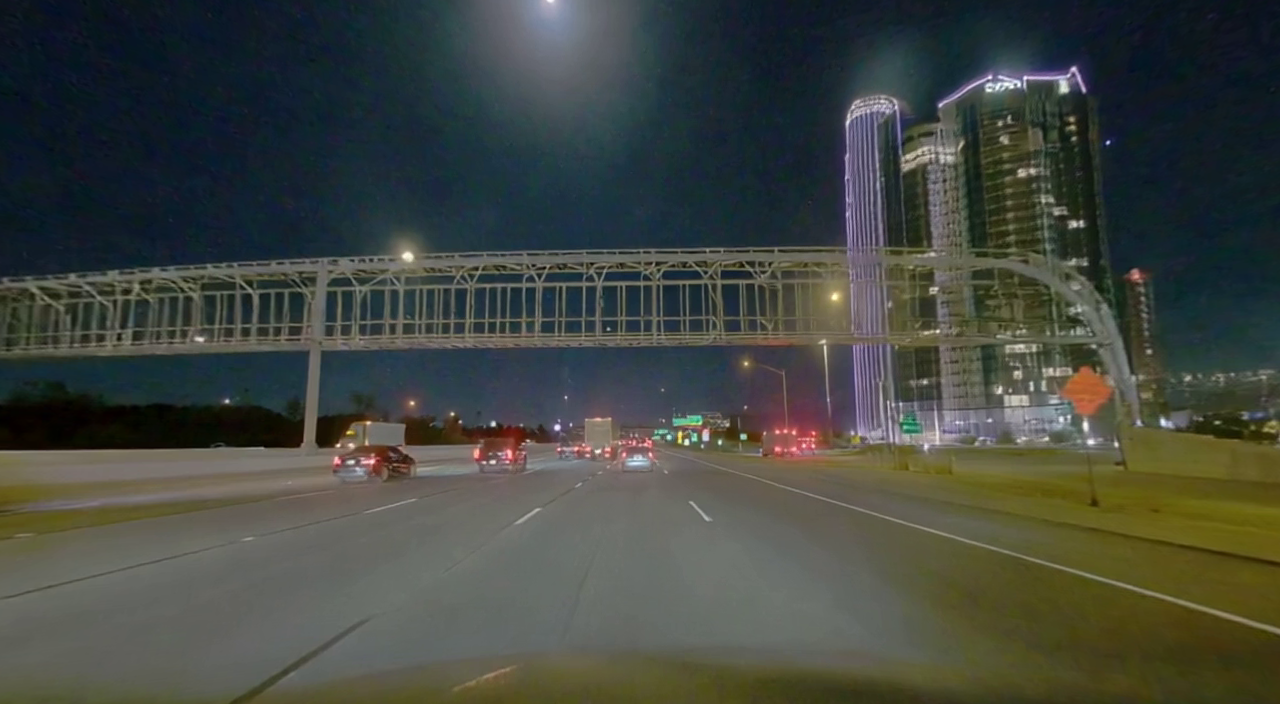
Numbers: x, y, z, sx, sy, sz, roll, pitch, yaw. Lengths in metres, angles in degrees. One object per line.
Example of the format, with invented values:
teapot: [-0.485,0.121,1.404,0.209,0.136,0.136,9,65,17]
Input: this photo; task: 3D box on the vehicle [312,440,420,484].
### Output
vehicle: [-10.450,4.220,24.481,1.987,1.495,4.710,0,-9,1]

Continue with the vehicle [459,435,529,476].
vehicle: [-6.910,4.954,30.376,2.190,1.821,4.800,0,-9,1]

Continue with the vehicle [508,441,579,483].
vehicle: [-3.694,4.306,24.906,2.016,1.497,4.235,0,-9,1]

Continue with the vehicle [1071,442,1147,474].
vehicle: [24.580,5.545,33.186,2.059,1.507,4.352,-3,-9,21]

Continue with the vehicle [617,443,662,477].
vehicle: [-0.045,5.084,29.979,1.991,1.488,3.922,0,-9,0]
